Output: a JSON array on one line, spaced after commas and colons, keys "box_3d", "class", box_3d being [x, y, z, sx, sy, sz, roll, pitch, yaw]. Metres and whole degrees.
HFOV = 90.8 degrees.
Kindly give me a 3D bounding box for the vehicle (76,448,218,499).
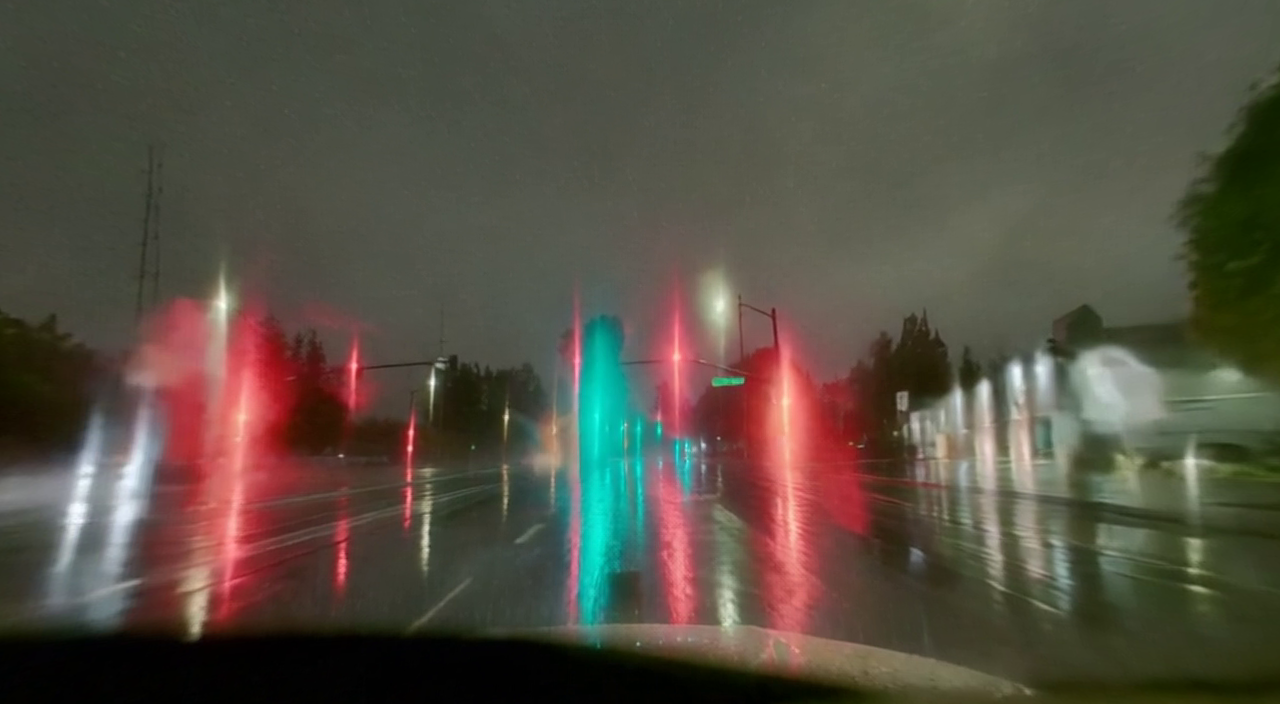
[{"box_3d": [-18.738, 4.594, 24.342, 1.976, 1.704, 4.316, 0, -8, -1], "class": "vehicle"}]
